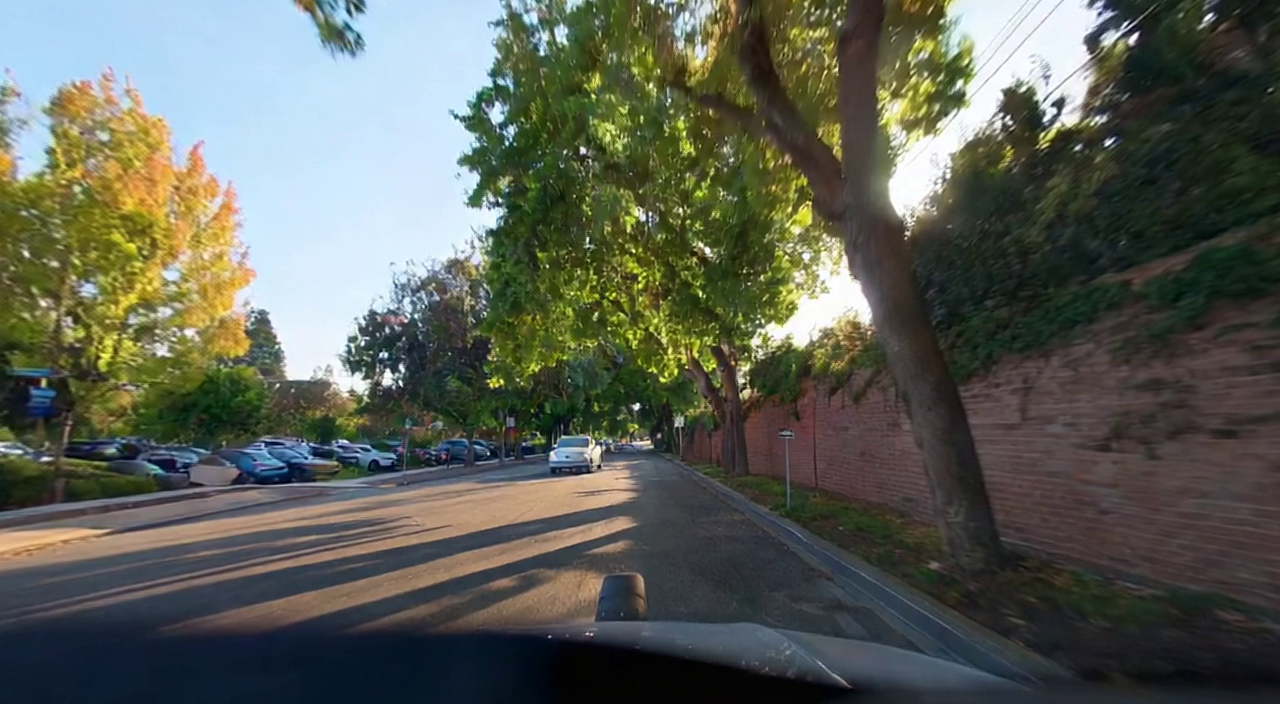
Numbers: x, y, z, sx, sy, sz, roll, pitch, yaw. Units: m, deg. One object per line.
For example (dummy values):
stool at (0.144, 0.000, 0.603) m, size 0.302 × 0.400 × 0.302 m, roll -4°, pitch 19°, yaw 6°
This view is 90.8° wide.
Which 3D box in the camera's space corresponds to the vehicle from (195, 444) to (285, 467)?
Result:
vehicle at (-26.994, 6.975, 42.732) m, size 4.736 × 1.516 × 1.937 m, roll 0°, pitch -8°, yaw 1°

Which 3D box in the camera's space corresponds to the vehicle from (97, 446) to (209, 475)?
vehicle at (-26.017, 5.795, 33.868) m, size 4.374 × 1.455 × 1.918 m, roll 0°, pitch -8°, yaw 0°

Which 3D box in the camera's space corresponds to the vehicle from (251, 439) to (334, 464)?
vehicle at (-26.315, 7.541, 47.958) m, size 5.143 × 1.793 × 2.032 m, roll -1°, pitch -8°, yaw 2°

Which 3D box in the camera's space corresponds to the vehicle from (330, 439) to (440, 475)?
vehicle at (-13.340, 5.513, 33.287) m, size 4.870 × 1.767 × 2.120 m, roll -1°, pitch -8°, yaw 2°

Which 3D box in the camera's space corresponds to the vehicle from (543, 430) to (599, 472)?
vehicle at (-3.020, 4.457, 28.541) m, size 2.047 × 1.725 × 4.288 m, roll 0°, pitch -8°, yaw 0°

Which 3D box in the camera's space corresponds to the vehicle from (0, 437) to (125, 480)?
vehicle at (-26.431, 4.765, 28.347) m, size 4.725 × 1.828 × 2.006 m, roll 0°, pitch -8°, yaw -2°
